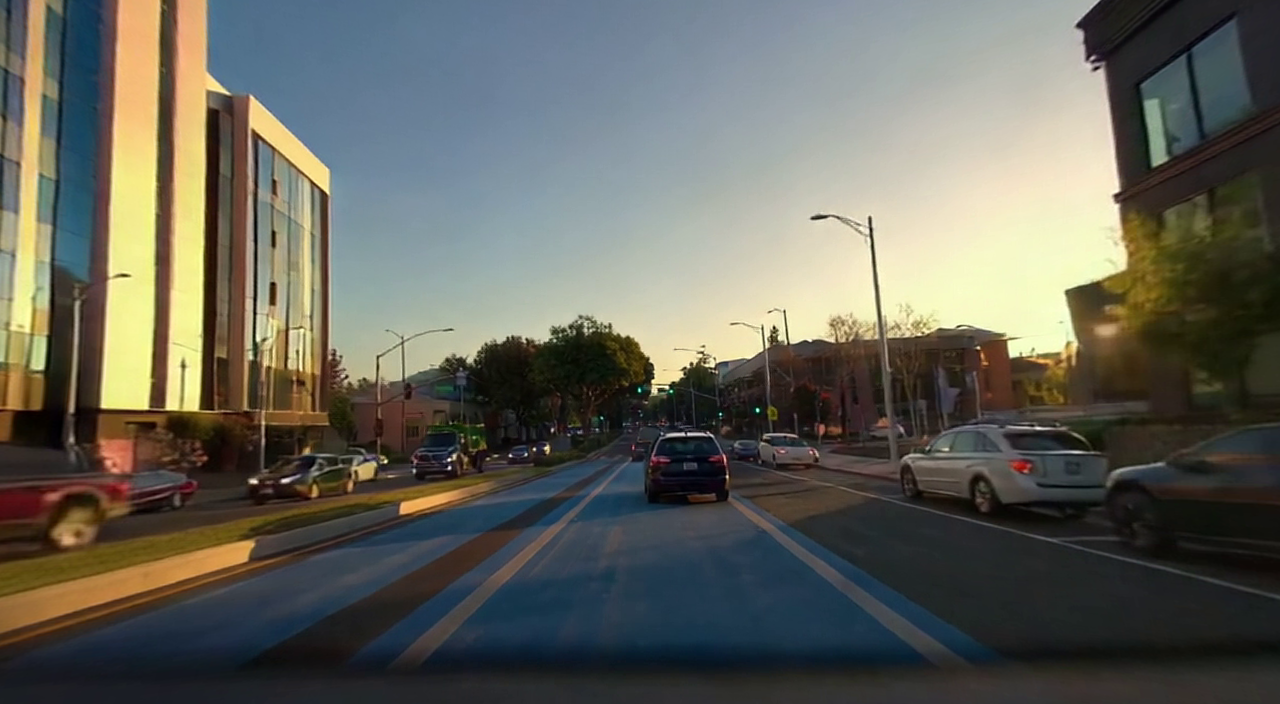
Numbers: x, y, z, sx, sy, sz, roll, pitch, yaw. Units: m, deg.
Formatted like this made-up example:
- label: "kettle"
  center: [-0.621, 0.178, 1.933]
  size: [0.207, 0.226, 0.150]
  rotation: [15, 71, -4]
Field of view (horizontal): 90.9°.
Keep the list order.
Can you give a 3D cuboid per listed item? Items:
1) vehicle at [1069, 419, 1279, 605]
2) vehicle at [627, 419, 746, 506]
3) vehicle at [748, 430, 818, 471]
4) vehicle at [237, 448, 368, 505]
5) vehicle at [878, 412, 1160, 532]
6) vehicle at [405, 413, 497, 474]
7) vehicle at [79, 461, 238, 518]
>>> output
- label: "vehicle"
  center: [6.433, 1.355, 5.389]
  size: [2.106, 1.550, 5.046]
  rotation: [0, -9, 2]
- label: "vehicle"
  center: [0.912, 2.592, 15.147]
  size: [2.283, 1.773, 4.255]
  rotation: [0, -9, -3]
- label: "vehicle"
  center: [6.828, 4.804, 30.820]
  size: [2.205, 1.823, 5.078]
  rotation: [0, -9, 0]
- label: "vehicle"
  center: [-11.652, 4.280, 22.301]
  size: [2.191, 1.763, 5.059]
  rotation: [1, -9, -5]
- label: "vehicle"
  center: [6.702, 2.216, 12.263]
  size: [2.088, 1.761, 5.697]
  rotation: [0, -9, 2]
- label: "vehicle"
  center: [-13.180, 6.610, 45.388]
  size: [3.101, 3.878, 10.902]
  rotation: [0, -9, 1]
- label: "vehicle"
  center: [-19.370, 5.524, 25.857]
  size: [2.223, 1.971, 5.622]
  rotation: [1, -9, -2]
